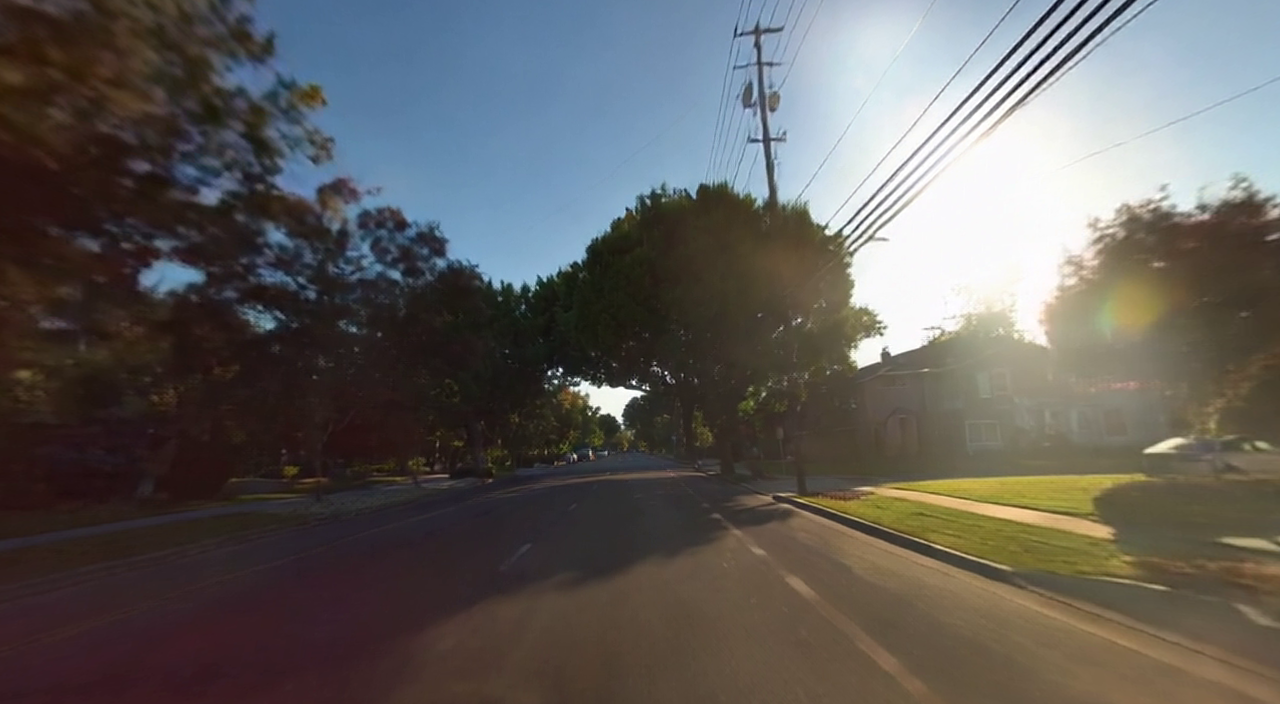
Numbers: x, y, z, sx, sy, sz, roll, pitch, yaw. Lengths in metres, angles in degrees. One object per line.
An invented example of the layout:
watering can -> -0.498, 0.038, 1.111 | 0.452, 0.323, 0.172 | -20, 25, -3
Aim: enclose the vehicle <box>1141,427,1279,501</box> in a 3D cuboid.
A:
vehicle -> 15.049, 2.586, 15.081 | 4.376, 1.488, 1.962 | -4, -9, 0
